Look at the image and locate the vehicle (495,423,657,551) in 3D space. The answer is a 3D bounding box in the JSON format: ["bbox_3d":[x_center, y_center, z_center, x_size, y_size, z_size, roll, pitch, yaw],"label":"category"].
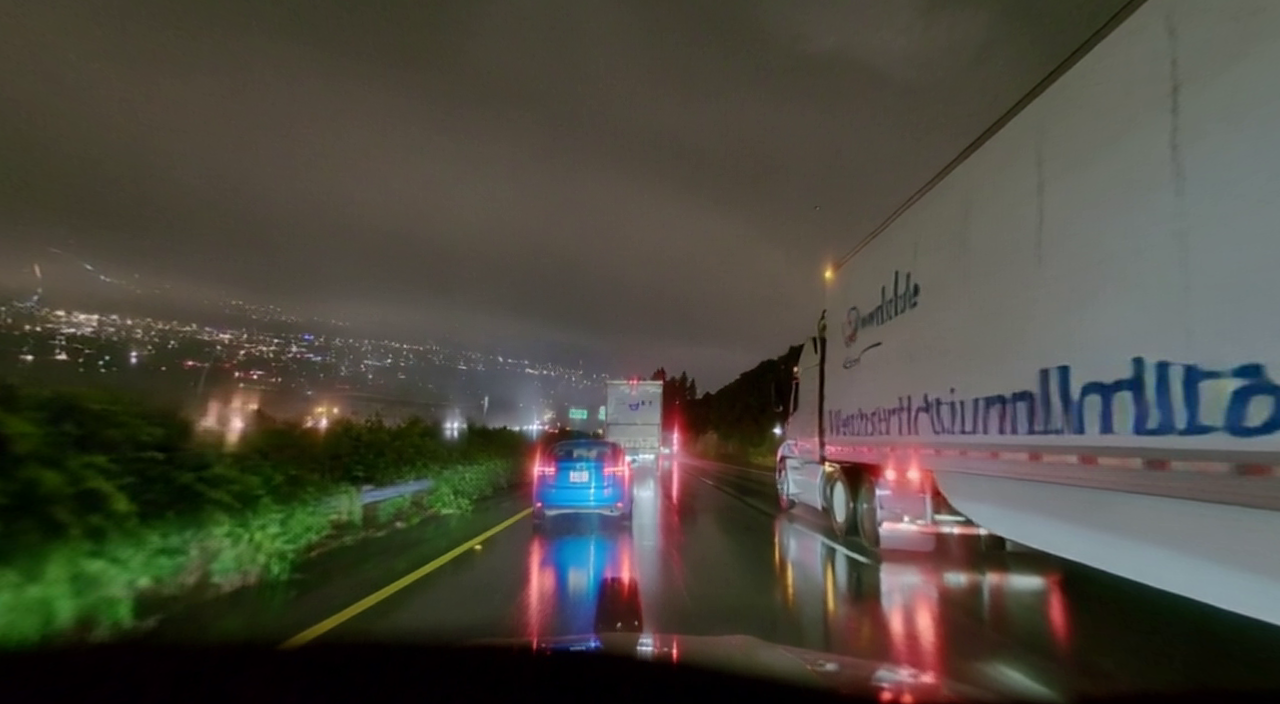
[{"bbox_3d":[-0.769,1.995,9.862,2.038,1.582,3.729,-1,-9,1],"label":"vehicle"}]

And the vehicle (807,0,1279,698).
[{"bbox_3d":[4.891,0.181,5.691,2.825,4.043,14.051,0,-9,0],"label":"vehicle"}]

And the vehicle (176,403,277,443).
[{"bbox_3d":[-22.277,3.947,34.179,2.075,1.926,5.266,0,-9,-3],"label":"vehicle"}]
